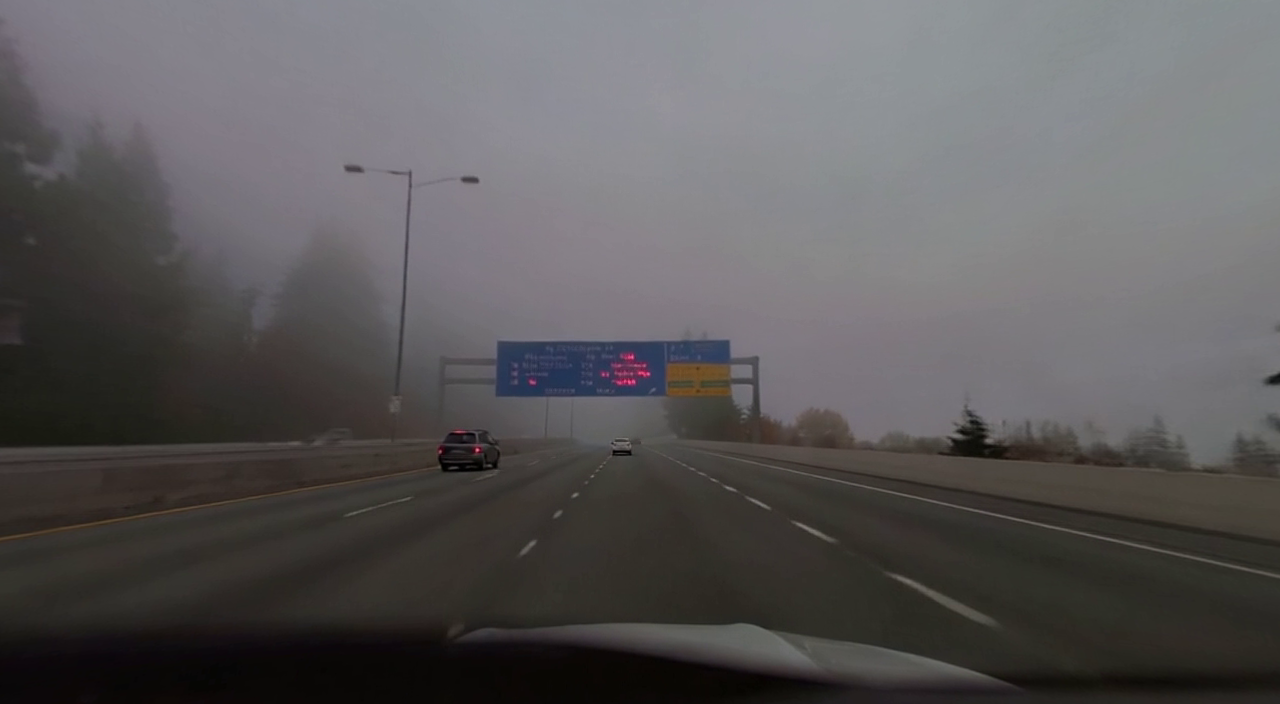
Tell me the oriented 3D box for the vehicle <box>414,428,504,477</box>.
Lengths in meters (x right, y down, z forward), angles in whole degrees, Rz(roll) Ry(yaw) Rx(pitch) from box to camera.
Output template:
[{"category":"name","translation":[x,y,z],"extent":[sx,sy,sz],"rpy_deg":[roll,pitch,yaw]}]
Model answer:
[{"category":"vehicle","translation":[-6.818,3.806,24.227],"extent":[2.111,1.689,4.505],"rpy_deg":[0,-8,0]}]

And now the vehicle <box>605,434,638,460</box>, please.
[{"category":"vehicle","translation":[-1.156,6.090,40.588],"extent":[2.010,1.534,4.013],"rpy_deg":[0,-8,0]}]
